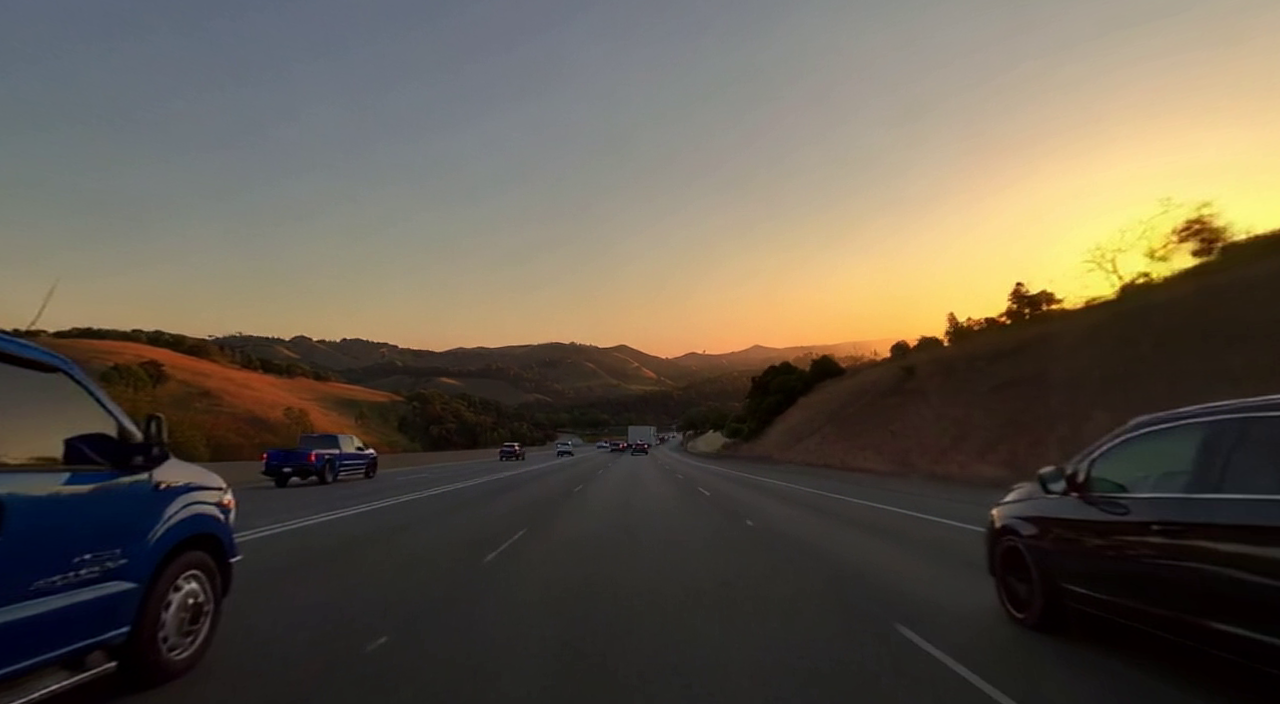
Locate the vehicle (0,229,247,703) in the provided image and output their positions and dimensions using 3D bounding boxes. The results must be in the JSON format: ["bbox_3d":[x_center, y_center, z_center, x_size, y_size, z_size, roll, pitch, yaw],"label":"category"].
[{"bbox_3d":[-3.520,0.349,0.421,2.483,2.100,6.208,0,-9,0],"label":"vehicle"}]

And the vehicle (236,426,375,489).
[{"bbox_3d":[-11.062,3.546,21.438,2.012,1.875,4.895,0,-9,0],"label":"vehicle"}]
